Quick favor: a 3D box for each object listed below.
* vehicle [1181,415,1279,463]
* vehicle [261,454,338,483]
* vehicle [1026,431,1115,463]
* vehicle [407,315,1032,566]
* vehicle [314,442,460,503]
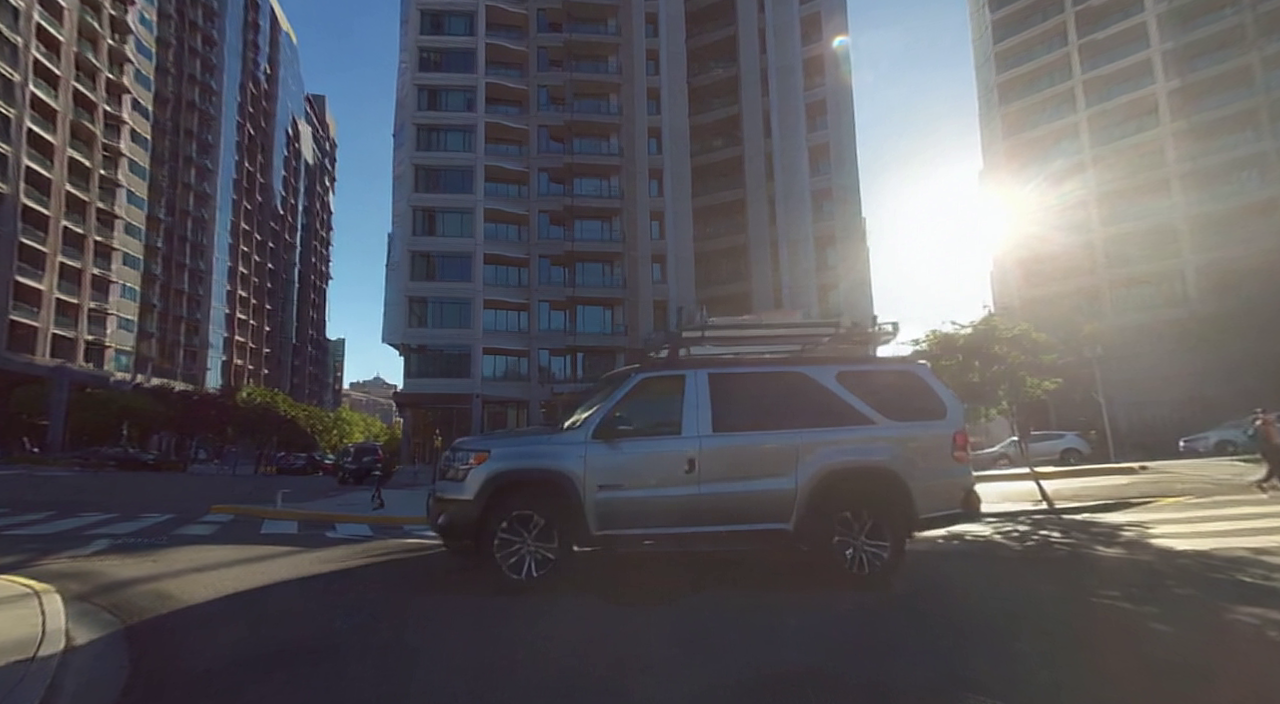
[{"bbox_3d":[19.191,2.722,19.582,1.521,1.386,3.357,0,-9,-5],"label":"vehicle"},{"bbox_3d":[-18.682,6.376,34.719,3.467,1.456,1.649,3,-9,-22],"label":"vehicle"},{"bbox_3d":[23.600,5.230,34.728,3.827,1.677,1.898,-5,-10,32],"label":"vehicle"},{"bbox_3d":[0.848,1.171,8.443,6.932,2.753,2.446,-1,-9,4],"label":"vehicle"},{"bbox_3d":[-7.930,3.792,20.384,2.395,1.719,4.549,-1,-9,7],"label":"vehicle"}]
